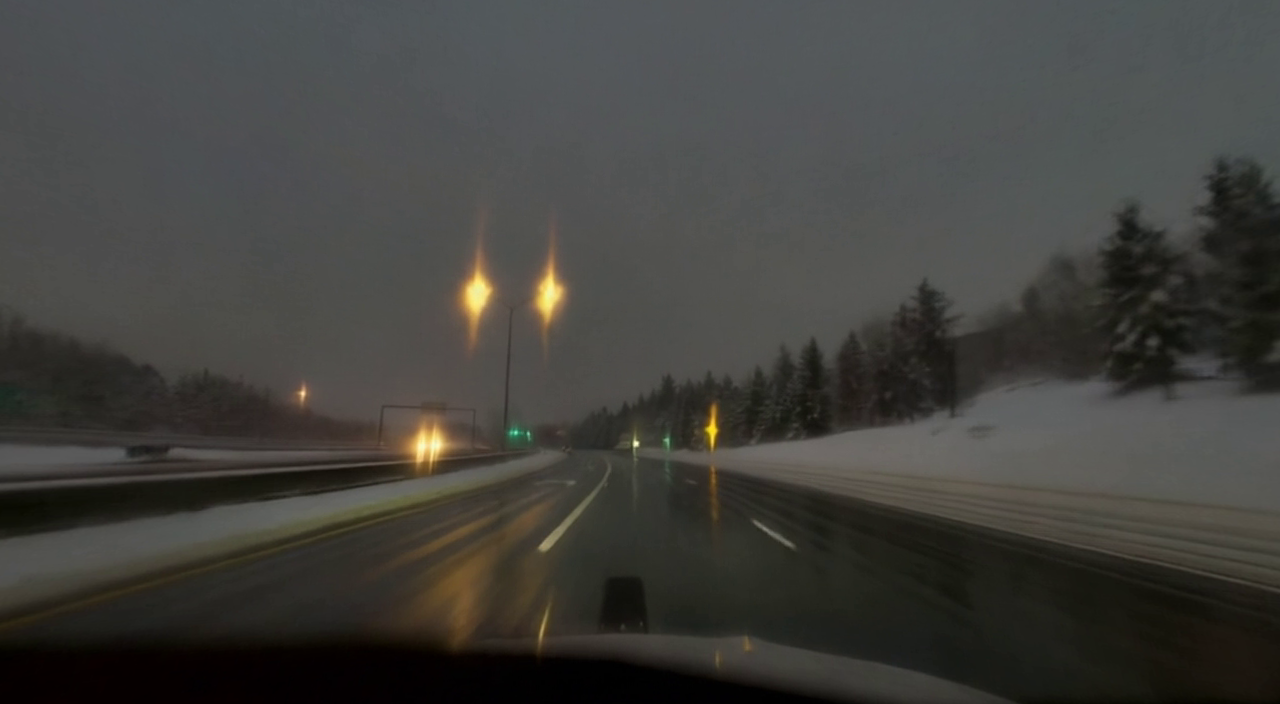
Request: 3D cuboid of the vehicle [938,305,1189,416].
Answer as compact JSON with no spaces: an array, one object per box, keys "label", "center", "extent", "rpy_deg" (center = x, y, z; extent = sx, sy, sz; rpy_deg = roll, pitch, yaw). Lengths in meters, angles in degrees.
[{"label":"vehicle","center":[24.169,1.120,37.995],"extent":[2.893,4.671,14.157],"rpy_deg":[4,-9,-13]}]
